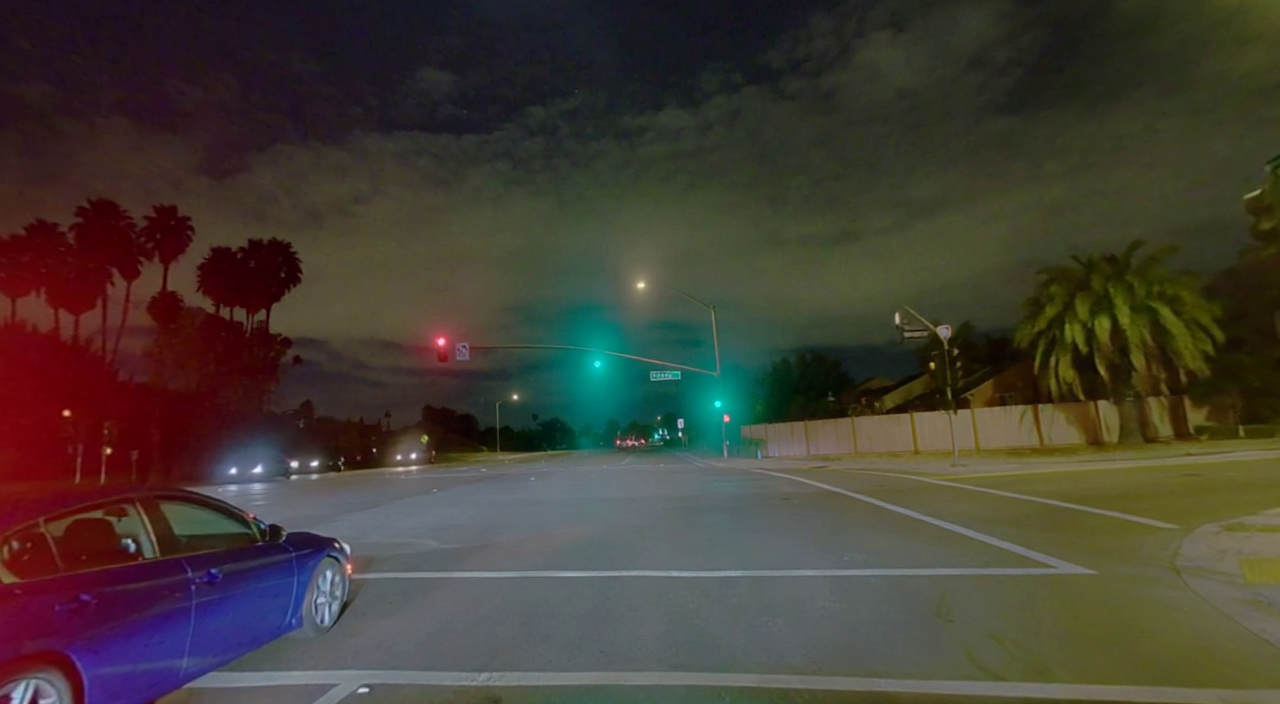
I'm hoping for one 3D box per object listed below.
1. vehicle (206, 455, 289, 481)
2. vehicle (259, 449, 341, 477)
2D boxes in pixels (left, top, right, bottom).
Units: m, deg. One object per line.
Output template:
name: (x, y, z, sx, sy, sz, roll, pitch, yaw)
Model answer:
vehicle: (-24.093, 7.113, 39.009, 2.019, 1.427, 4.630, 0, -9, 1)
vehicle: (-20.055, 6.521, 37.516, 2.084, 1.528, 4.778, -1, -9, 2)
